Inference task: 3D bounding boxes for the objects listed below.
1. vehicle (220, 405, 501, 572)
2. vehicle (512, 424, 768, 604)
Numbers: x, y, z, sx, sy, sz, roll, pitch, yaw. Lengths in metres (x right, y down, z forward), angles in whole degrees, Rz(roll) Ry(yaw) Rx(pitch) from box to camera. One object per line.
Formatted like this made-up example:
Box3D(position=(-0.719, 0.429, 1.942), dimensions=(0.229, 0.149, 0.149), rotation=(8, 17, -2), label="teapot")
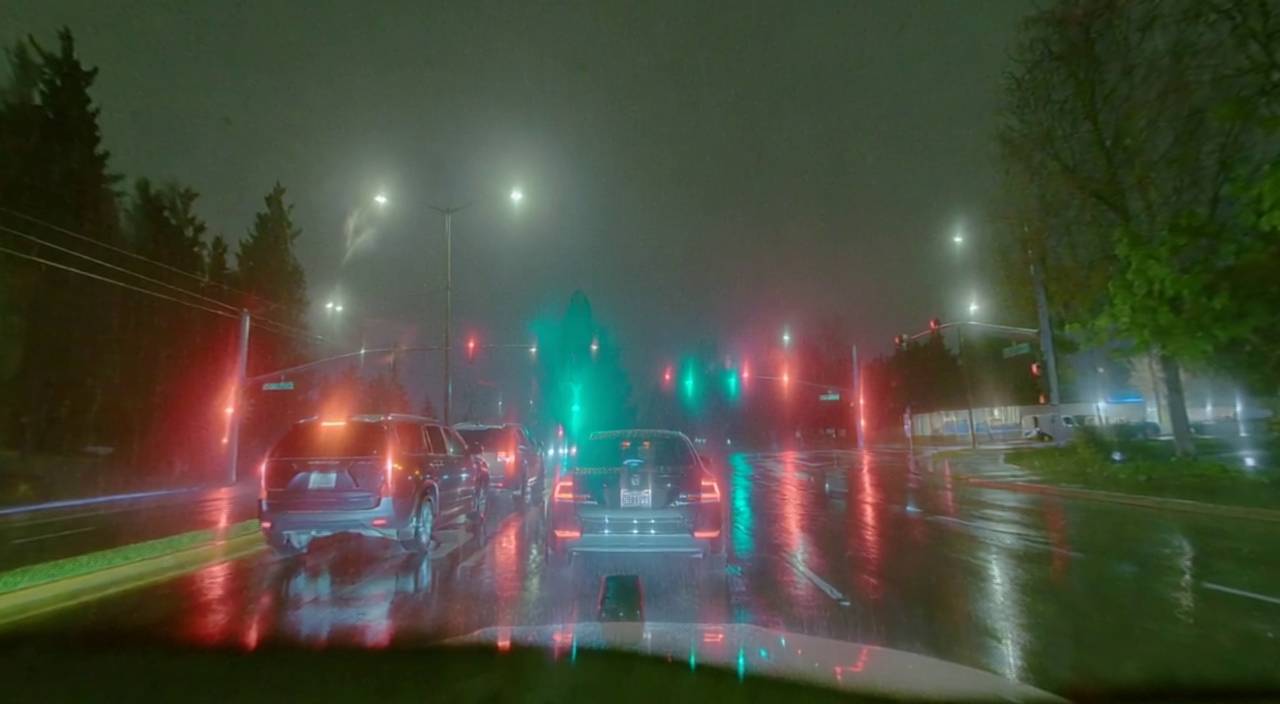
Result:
Box3D(position=(-3.425, 1.754, 8.855), dimensions=(2.046, 1.751, 4.208), rotation=(0, -8, -1), label="vehicle")
Box3D(position=(-0.053, 1.644, 7.311), dimensions=(2.126, 1.475, 3.967), rotation=(0, -8, -2), label="vehicle")
